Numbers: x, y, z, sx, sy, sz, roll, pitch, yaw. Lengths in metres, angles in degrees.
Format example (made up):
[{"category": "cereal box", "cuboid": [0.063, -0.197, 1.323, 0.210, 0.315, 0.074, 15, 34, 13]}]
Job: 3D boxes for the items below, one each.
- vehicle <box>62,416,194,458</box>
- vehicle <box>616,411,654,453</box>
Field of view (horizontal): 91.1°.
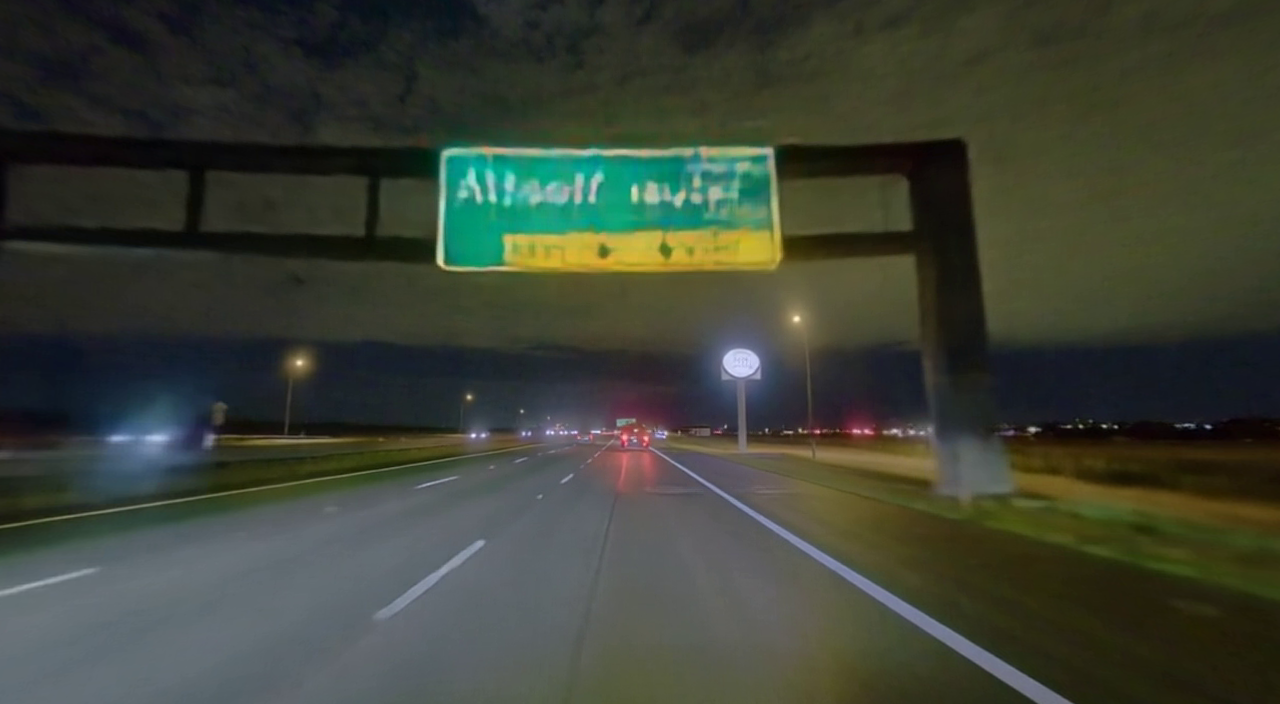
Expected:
[{"category": "vehicle", "cuboid": [-19.674, 3.313, 24.412, 1.824, 1.479, 3.952, 0, -8, -1]}, {"category": "vehicle", "cuboid": [-0.433, 5.580, 43.704, 2.418, 2.704, 6.445, 0, -8, -3]}]
